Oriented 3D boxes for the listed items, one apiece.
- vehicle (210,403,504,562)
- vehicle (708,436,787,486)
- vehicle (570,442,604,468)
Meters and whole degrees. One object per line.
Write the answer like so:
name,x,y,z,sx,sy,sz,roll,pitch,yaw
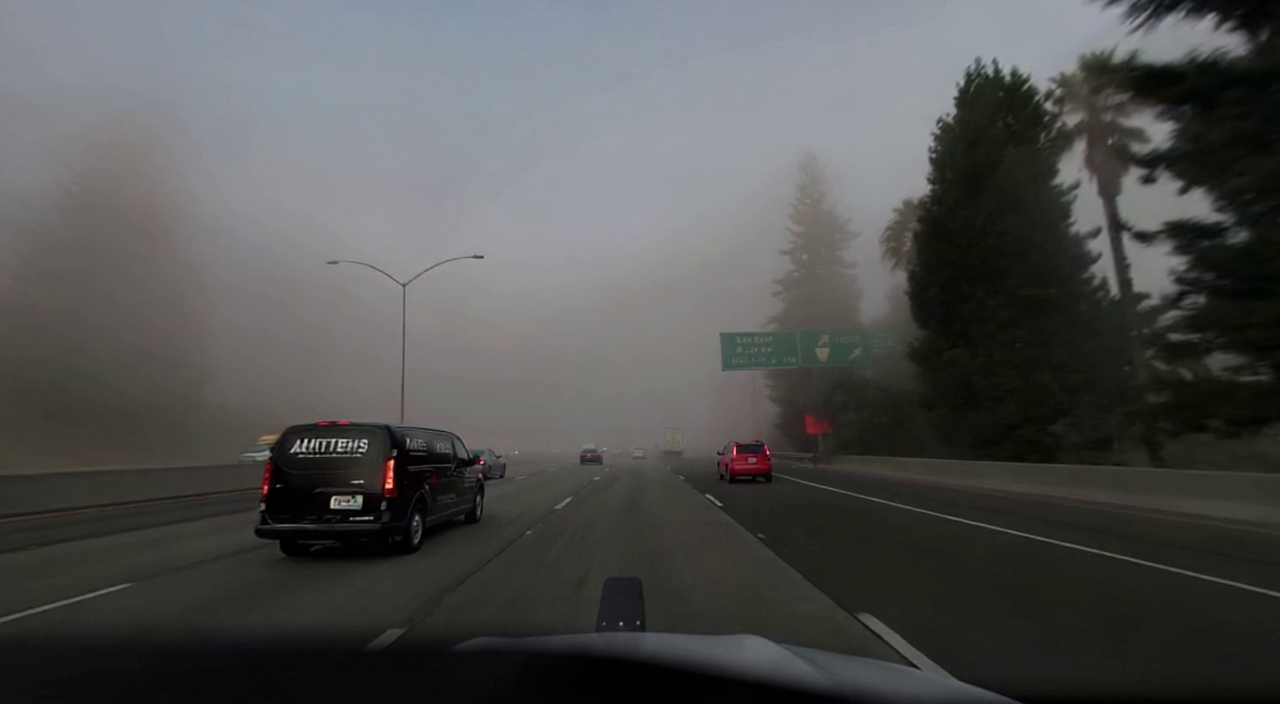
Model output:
vehicle,-3.915,1.941,10.163,2.215,1.859,5.375,0,-9,0
vehicle,3.894,4.041,23.694,2.124,1.674,4.494,0,-9,-1
vehicle,-3.666,7.211,44.170,2.017,1.683,4.094,0,-9,0
